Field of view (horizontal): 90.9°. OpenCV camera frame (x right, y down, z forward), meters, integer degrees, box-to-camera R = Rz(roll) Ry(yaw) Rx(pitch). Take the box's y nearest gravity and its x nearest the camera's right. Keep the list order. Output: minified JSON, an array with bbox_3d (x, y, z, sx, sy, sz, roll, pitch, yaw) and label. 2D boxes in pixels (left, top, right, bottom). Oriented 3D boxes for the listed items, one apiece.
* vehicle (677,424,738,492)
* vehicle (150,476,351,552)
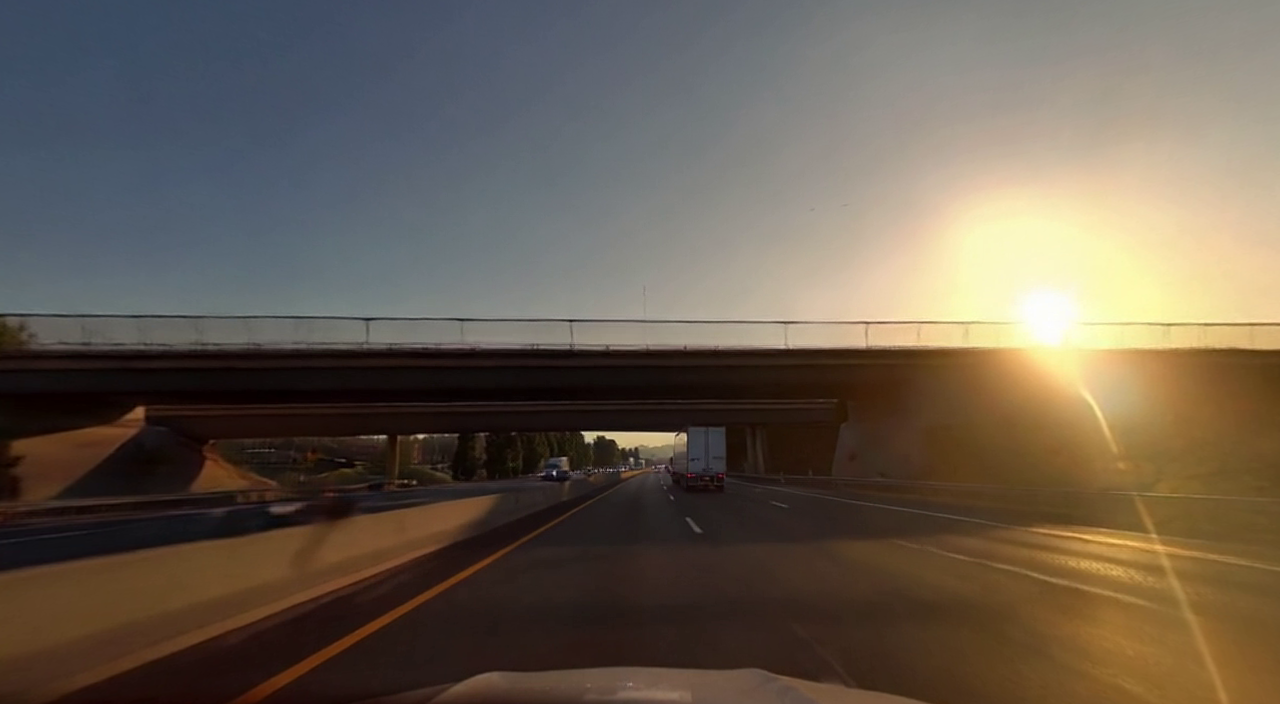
[{"bbox_3d":[4.410,7.486,43.989,3.054,4.005,11.895,0,-11,0],"label":"vehicle"},{"bbox_3d":[-8.989,3.744,15.107,1.982,1.461,4.349,1,-11,0],"label":"vehicle"}]
